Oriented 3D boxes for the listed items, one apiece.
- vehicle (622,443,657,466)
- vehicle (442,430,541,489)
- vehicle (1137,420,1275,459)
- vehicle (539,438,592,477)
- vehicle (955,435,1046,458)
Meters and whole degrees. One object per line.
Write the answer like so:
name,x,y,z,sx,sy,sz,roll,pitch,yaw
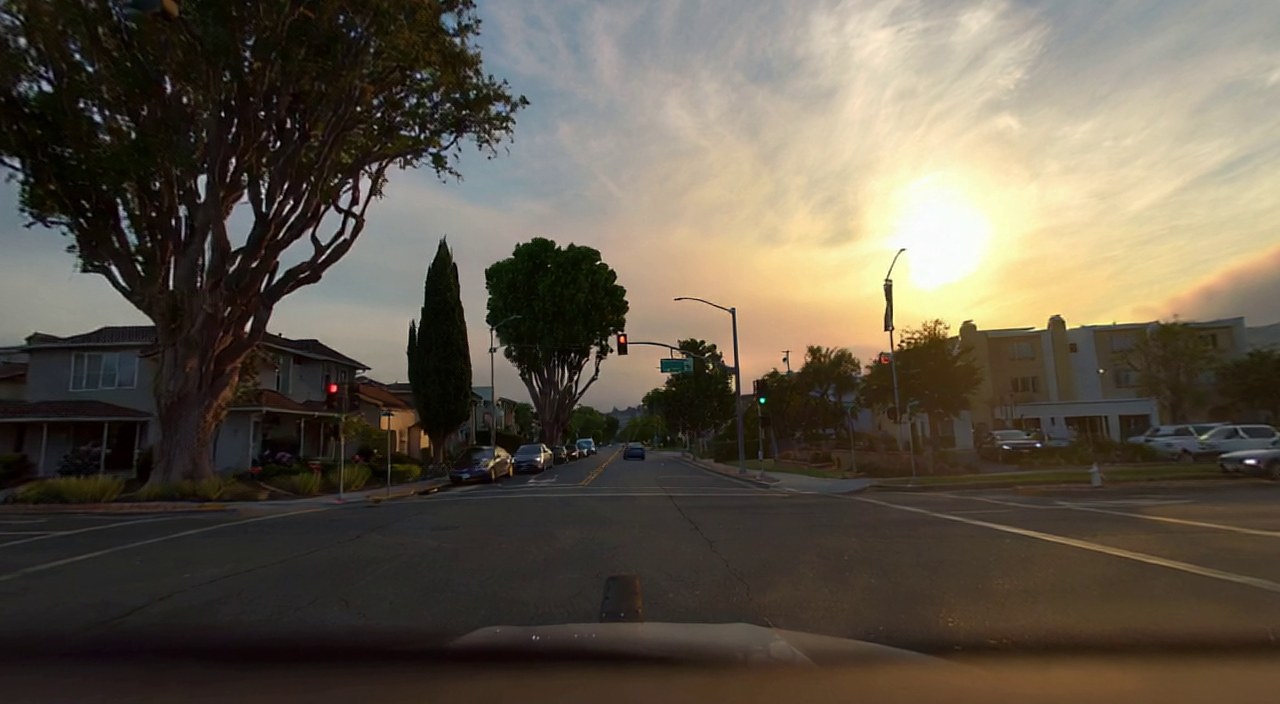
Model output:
vehicle,-0.102,6.977,43.279,2.056,1.493,4.535,0,-9,-4
vehicle,-6.500,4.834,28.951,2.896,2.339,7.322,0,-9,-1
vehicle,33.255,5.164,37.251,5.969,2.149,2.331,0,-9,-4
vehicle,-3.646,5.280,31.911,2.120,1.783,4.788,0,-9,-1
vehicle,24.968,6.549,43.847,5.172,1.515,1.851,0,-9,-2
